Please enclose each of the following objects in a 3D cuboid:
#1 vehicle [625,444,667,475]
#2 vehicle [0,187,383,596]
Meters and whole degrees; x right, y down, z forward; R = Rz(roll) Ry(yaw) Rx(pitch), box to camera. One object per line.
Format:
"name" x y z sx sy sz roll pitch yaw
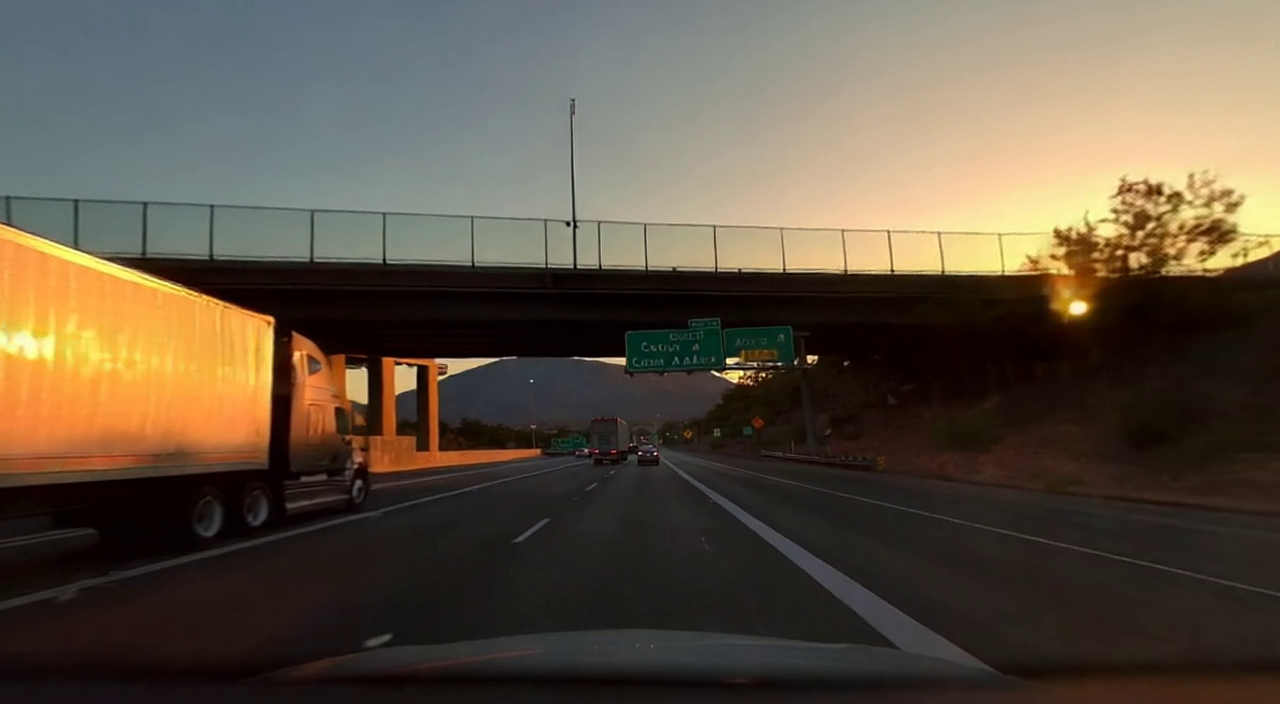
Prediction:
"vehicle" 0.274 5.589 32.900 2.066 1.469 4.050 0 -9 -1
"vehicle" -7.506 0.799 8.674 3.067 3.804 11.136 0 -9 1
